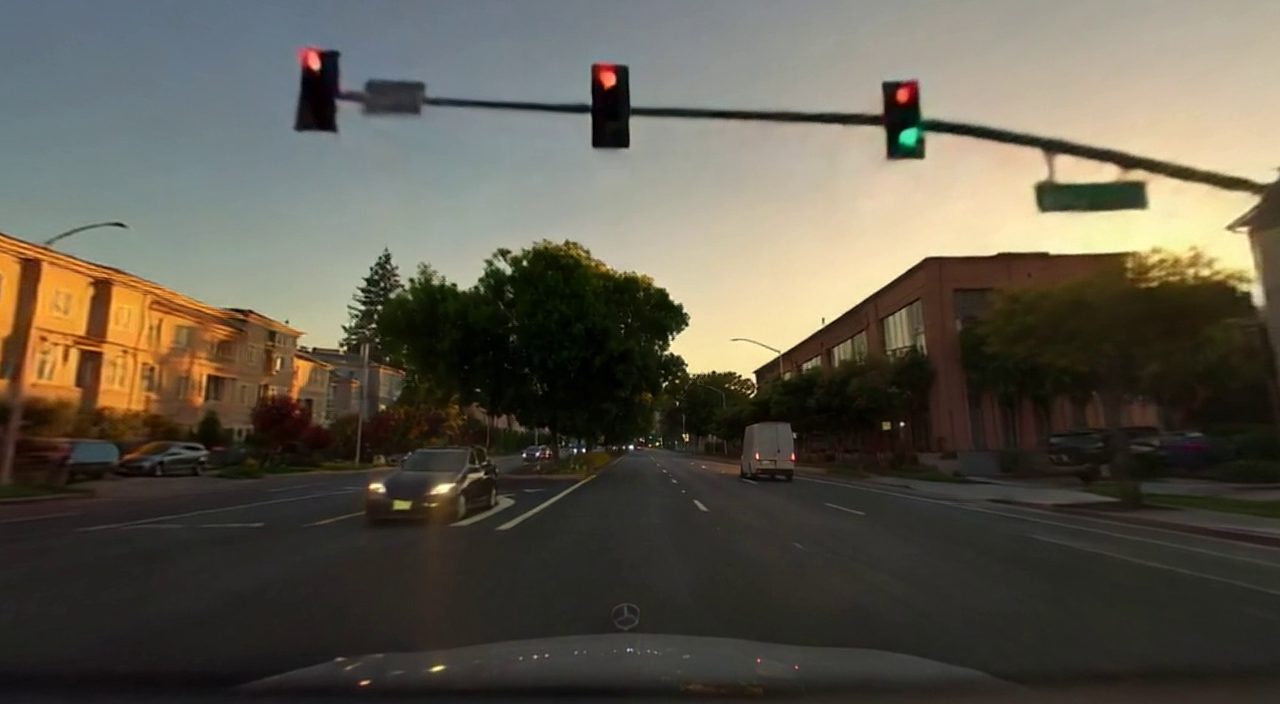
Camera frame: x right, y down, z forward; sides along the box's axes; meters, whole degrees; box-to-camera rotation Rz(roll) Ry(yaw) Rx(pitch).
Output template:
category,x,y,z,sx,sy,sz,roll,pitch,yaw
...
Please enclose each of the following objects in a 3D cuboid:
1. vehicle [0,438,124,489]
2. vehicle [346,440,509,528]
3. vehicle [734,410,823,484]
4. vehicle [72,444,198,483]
category,x,y,z,sx,sy,sz,roll,pitch,yaw
vehicle,-24.518,4.496,25.523,4.879,1.956,2.324,1,-9,-8
vehicle,-4.319,2.734,13.673,2.003,1.539,4.396,-1,-9,0
vehicle,6.666,4.773,31.561,2.802,3.208,7.459,0,-9,0
vehicle,-23.827,5.253,29.815,4.146,1.730,1.973,0,-9,-2
